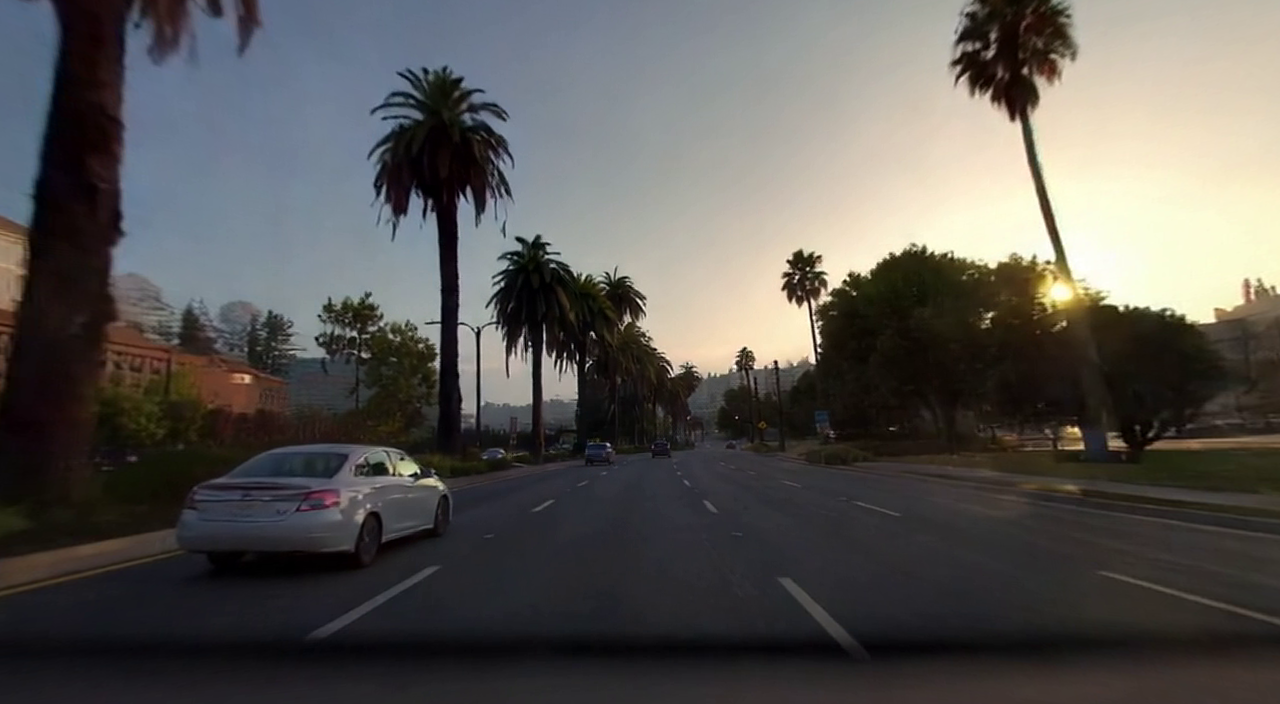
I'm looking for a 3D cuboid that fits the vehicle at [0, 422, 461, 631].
[{"bbox_3d":[-3.754,1.604,6.945,2.036,1.478,4.771,0,-8,1],"label":"vehicle"}]

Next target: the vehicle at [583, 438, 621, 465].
[{"bbox_3d":[-2.767,7.316,46.311,2.188,1.819,4.667,-1,-8,4],"label":"vehicle"}]
